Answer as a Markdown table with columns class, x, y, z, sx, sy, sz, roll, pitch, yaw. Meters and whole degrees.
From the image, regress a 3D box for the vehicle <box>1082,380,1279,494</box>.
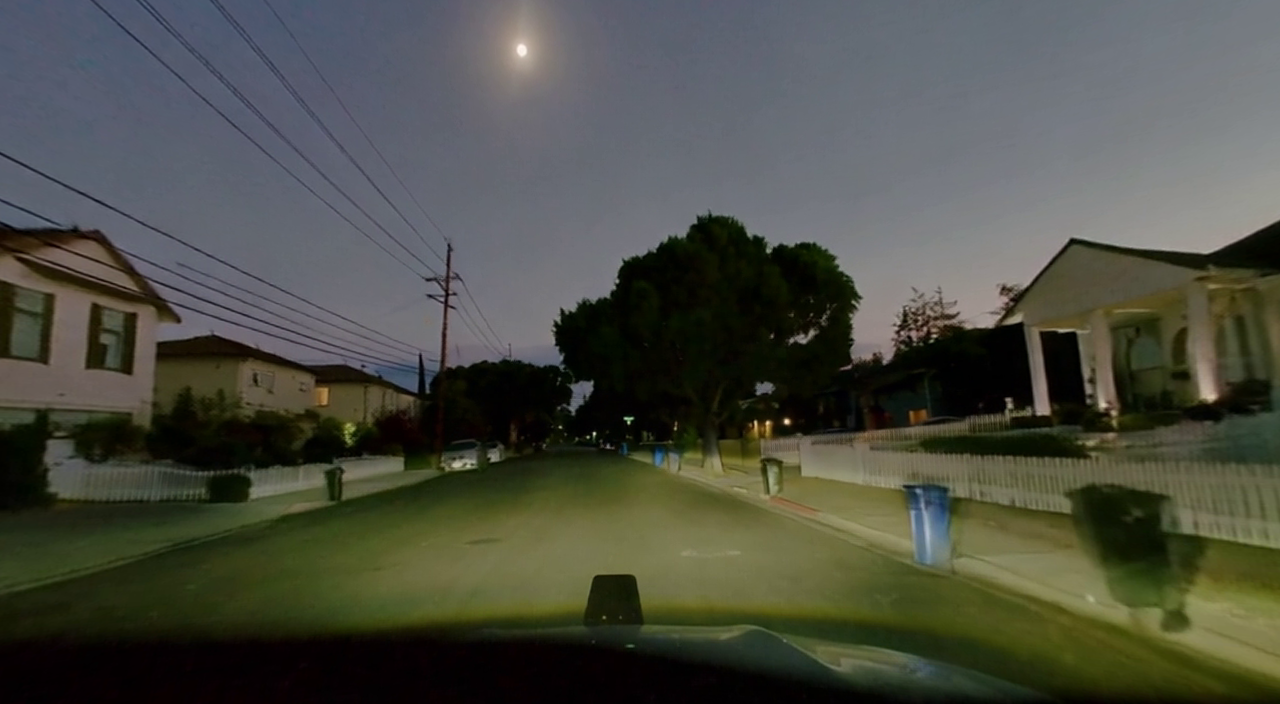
| class | x | y | z | sx | sy | sz | roll | pitch | yaw |
| --- | --- | --- | --- | --- | --- | --- | --- | --- | --- |
| vehicle | 10.091 | 1.426 | 10.199 | 4.293 | 1.657 | 1.961 | 0 | -11 | 3 |

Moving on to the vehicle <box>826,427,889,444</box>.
| class | x | y | z | sx | sy | sz | roll | pitch | yaw |
| --- | --- | --- | --- | --- | --- | --- | --- | --- | --- |
| vehicle | 14.331 | 5.527 | 41.710 | 3.606 | 1.094 | 1.420 | 1 | -9 | -3 |

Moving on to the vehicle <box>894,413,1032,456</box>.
| class | x | y | z | sx | sy | sz | roll | pitch | yaw |
| --- | --- | --- | --- | --- | --- | --- | --- | --- | --- |
| vehicle | 13.598 | 3.514 | 26.776 | 4.842 | 1.728 | 1.875 | 1 | -9 | -3 |

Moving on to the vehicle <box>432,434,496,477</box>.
| class | x | y | z | sx | sy | sz | roll | pitch | yaw |
| --- | --- | --- | --- | --- | --- | --- | --- | --- | --- |
| vehicle | -9.082 | 5.402 | 33.161 | 2.240 | 1.940 | 5.429 | -2 | -9 | -5 |
